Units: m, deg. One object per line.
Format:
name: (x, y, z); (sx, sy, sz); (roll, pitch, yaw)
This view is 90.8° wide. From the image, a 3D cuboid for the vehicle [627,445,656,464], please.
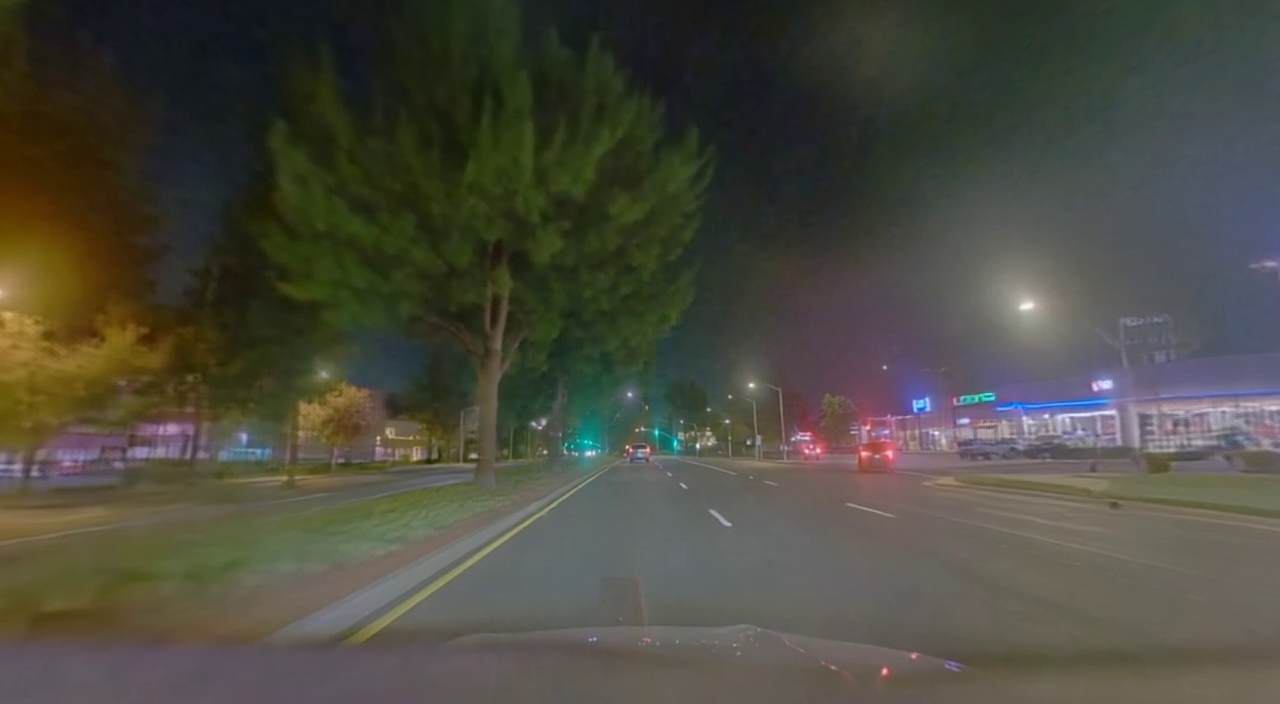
vehicle: (0.104, 8.055, 49.751); (2.159, 1.461, 4.142); (0, -8, -1)
